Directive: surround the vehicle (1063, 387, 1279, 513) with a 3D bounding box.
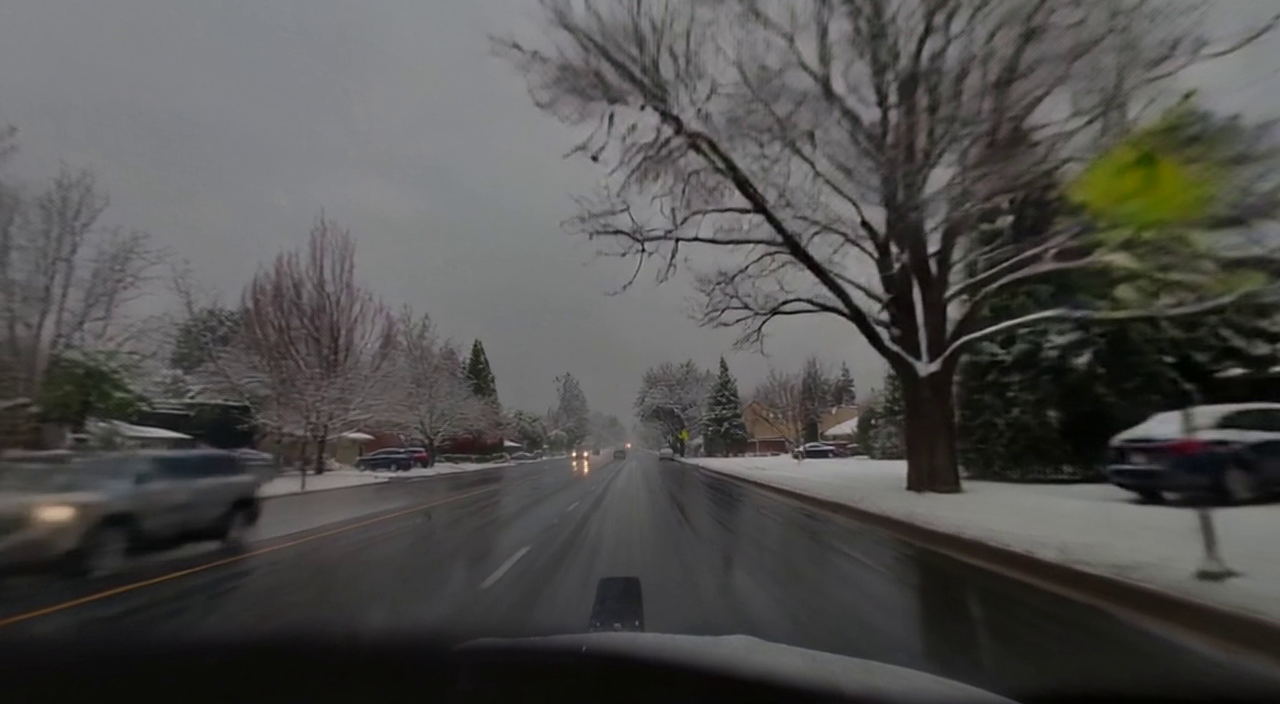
[{"bbox_3d":[10.540,1.735,10.977,4.583,1.853,2.260,-2,-14,-2],"label":"vehicle"}]

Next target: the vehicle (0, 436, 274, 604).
[{"bbox_3d":[-7.173,1.947,8.237,1.951,1.613,4.654,-1,-8,1],"label":"vehicle"}]
